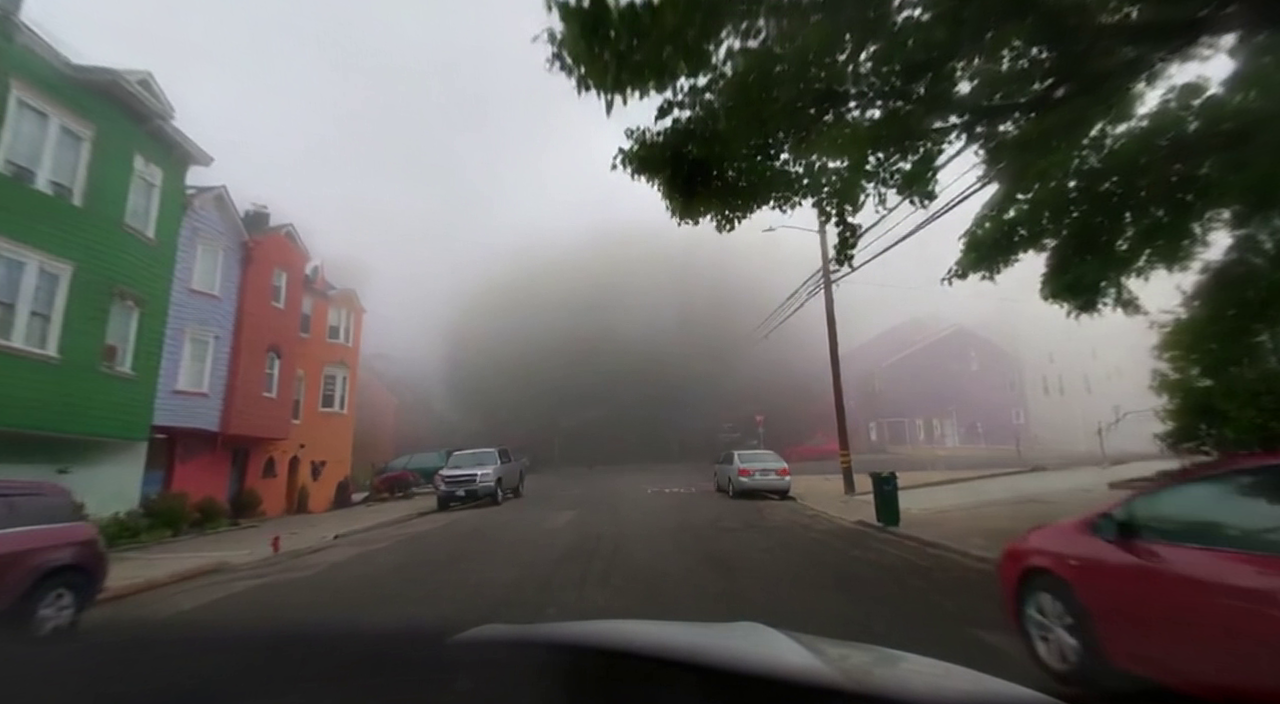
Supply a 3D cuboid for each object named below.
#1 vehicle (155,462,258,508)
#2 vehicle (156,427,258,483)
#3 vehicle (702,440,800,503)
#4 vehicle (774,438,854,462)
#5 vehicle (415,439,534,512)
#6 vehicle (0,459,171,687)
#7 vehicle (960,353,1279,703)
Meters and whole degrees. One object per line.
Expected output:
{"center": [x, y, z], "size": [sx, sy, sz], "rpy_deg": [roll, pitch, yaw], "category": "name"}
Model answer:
{"center": [-15.760, 4.809, 23.104], "size": [1.563, 1.433, 3.492], "rpy_deg": [0, -9, -7], "category": "vehicle"}
{"center": [-31.023, 7.304, 45.491], "size": [2.473, 2.922, 6.719], "rpy_deg": [0, 0, 3], "category": "vehicle"}
{"center": [3.493, 3.878, 20.889], "size": [2.109, 1.811, 4.886], "rpy_deg": [0, -9, -3], "category": "vehicle"}
{"center": [11.248, 6.364, 40.909], "size": [4.644, 1.482, 1.997], "rpy_deg": [-1, -9, 3], "category": "vehicle"}
{"center": [-5.411, 4.117, 21.732], "size": [2.480, 2.084, 6.353], "rpy_deg": [0, -9, -1], "category": "vehicle"}
{"center": [-5.420, 1.478, 3.821], "size": [1.849, 1.560, 4.227], "rpy_deg": [0, -9, 0], "category": "vehicle"}
{"center": [3.484, 0.871, 2.411], "size": [2.070, 1.728, 4.358], "rpy_deg": [0, -9, -2], "category": "vehicle"}
